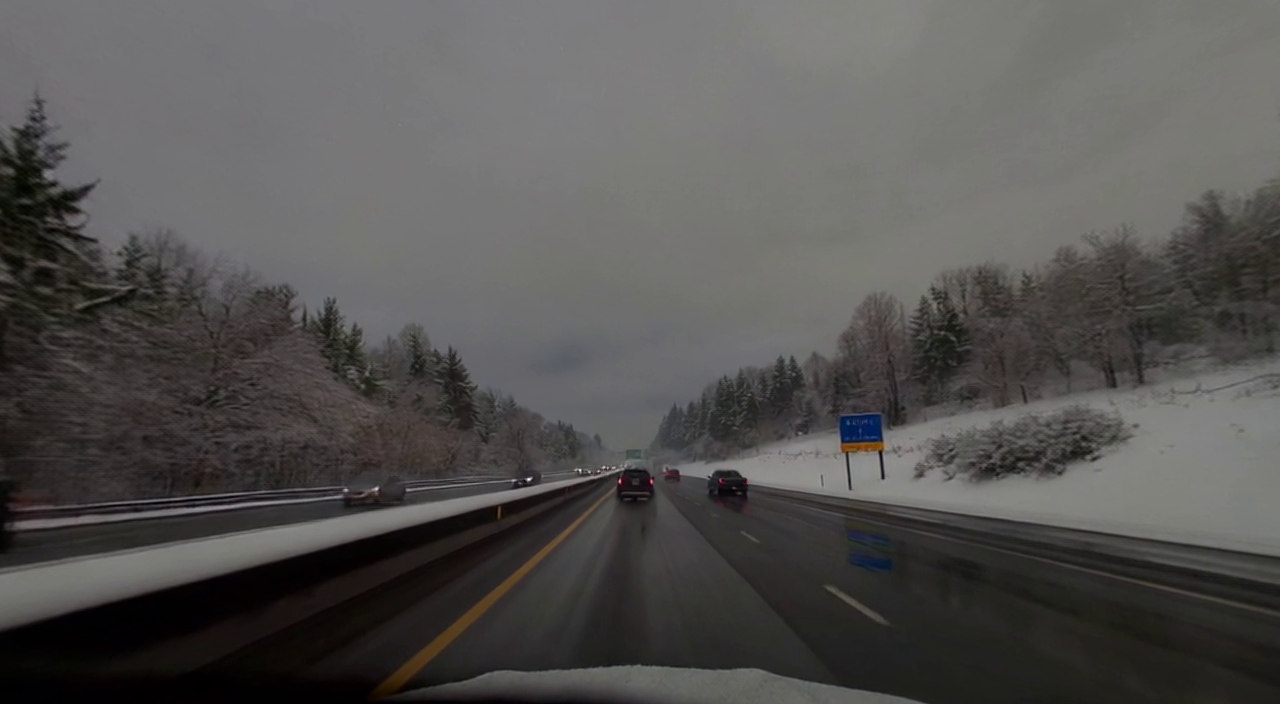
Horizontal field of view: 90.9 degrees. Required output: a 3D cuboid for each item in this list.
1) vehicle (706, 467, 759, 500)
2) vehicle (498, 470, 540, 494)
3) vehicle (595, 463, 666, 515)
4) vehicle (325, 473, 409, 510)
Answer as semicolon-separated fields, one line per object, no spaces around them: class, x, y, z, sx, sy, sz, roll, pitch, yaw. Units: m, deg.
vehicle;4.547;6.550;31.698;1.974;1.476;4.119;1;-10;-1
vehicle;-8.092;8.751;42.515;1.843;1.448;4.542;1;-10;1
vehicle;-0.293;4.340;20.254;2.060;1.473;3.726;1;-10;0
vehicle;-12.084;6.195;28.214;1.880;1.420;4.212;1;-10;0
